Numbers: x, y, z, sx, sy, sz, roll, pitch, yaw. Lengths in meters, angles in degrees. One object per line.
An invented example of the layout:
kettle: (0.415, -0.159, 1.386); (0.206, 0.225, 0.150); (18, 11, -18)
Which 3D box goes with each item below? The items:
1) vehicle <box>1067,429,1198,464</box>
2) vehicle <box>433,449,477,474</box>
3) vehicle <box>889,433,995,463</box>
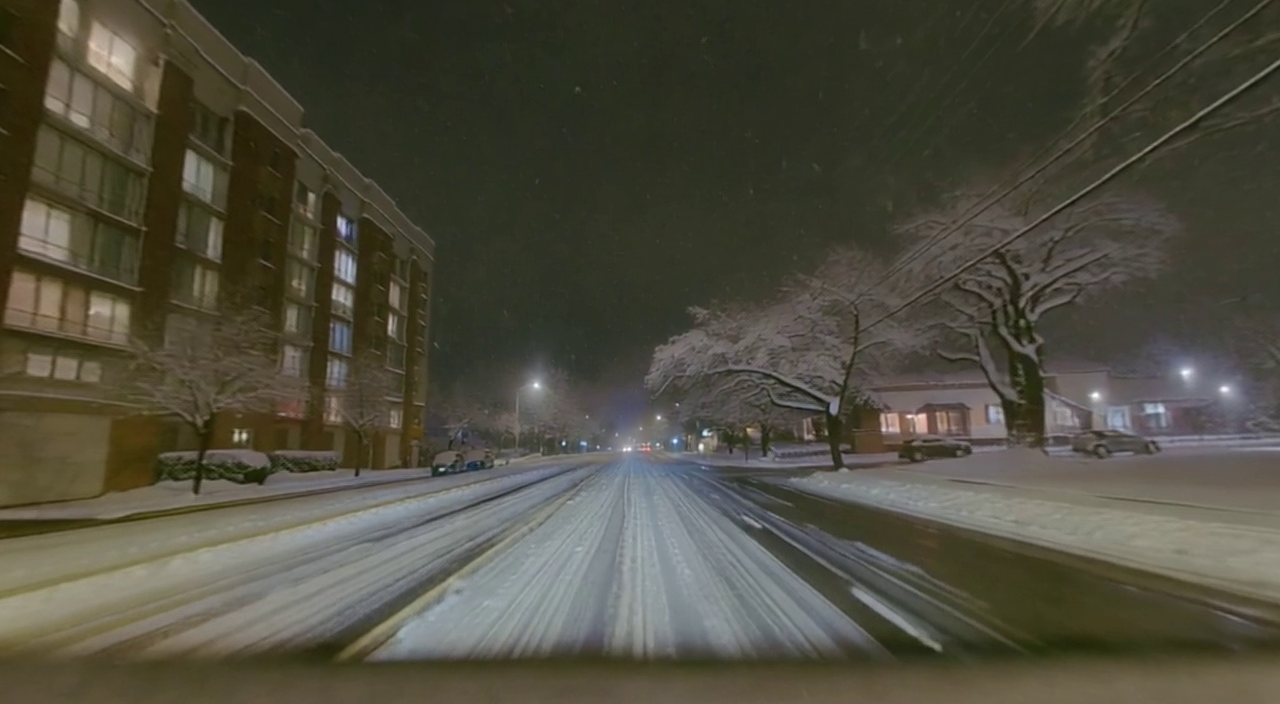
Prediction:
vehicle: (24.925, 4.803, 32.128); (4.861, 1.684, 2.014); (0, -9, 1)
vehicle: (-13.381, 7.919, 45.938); (1.851, 1.645, 4.152); (-1, -9, 1)
vehicle: (18.557, 5.937, 39.020); (5.466, 1.734, 1.999); (-1, -9, 1)
